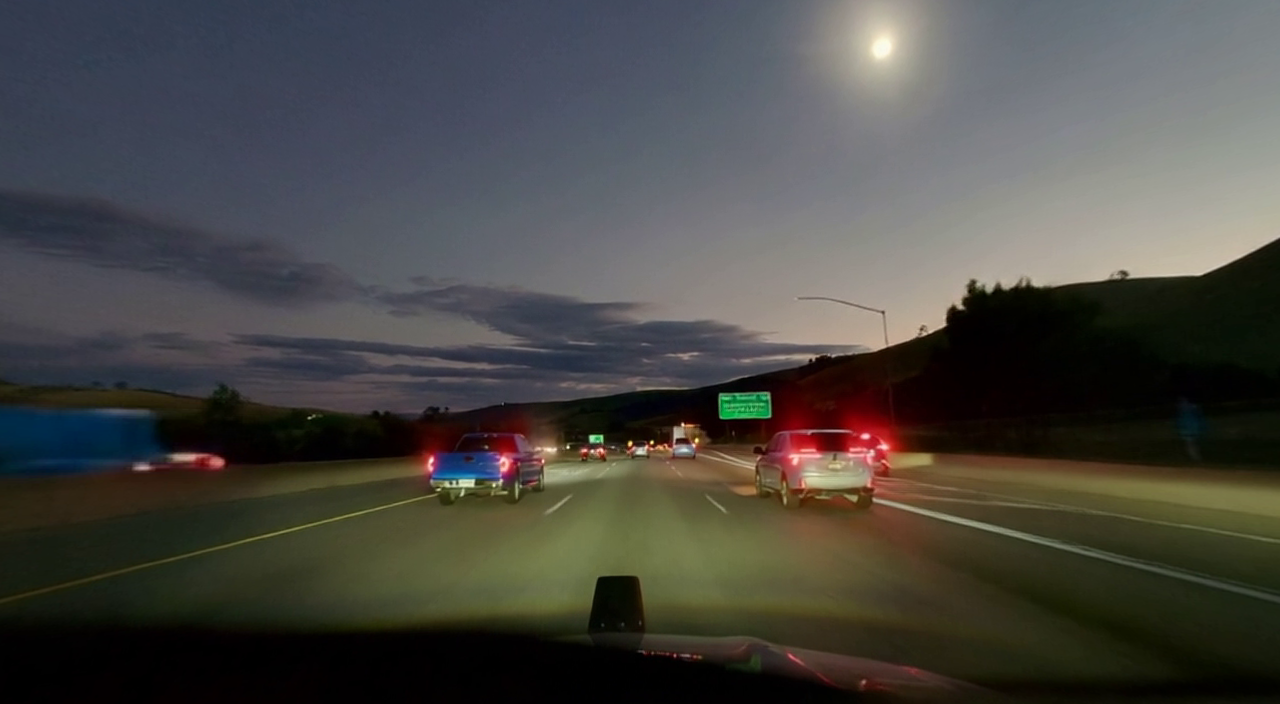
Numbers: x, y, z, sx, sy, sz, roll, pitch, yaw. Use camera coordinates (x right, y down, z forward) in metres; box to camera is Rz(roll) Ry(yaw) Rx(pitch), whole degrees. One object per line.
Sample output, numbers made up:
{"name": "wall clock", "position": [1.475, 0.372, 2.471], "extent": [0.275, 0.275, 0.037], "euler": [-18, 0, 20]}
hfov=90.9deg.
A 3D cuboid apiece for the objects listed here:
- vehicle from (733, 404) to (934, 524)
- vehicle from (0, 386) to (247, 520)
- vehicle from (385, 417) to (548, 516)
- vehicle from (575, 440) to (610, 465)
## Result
{"name": "vehicle", "position": [3.612, 2.261, 13.296], "extent": [2.424, 1.952, 5.611], "euler": [0, -8, 0]}
{"name": "vehicle", "position": [-13.618, 2.236, 14.094], "extent": [2.839, 2.511, 10.655], "euler": [0, -8, 0]}
{"name": "vehicle", "position": [-3.689, 2.551, 14.646], "extent": [2.227, 1.853, 5.161], "euler": [-1, -8, 1]}
{"name": "vehicle", "position": [-3.486, 7.492, 47.223], "extent": [2.235, 1.785, 4.386], "euler": [-1, -8, 1]}
